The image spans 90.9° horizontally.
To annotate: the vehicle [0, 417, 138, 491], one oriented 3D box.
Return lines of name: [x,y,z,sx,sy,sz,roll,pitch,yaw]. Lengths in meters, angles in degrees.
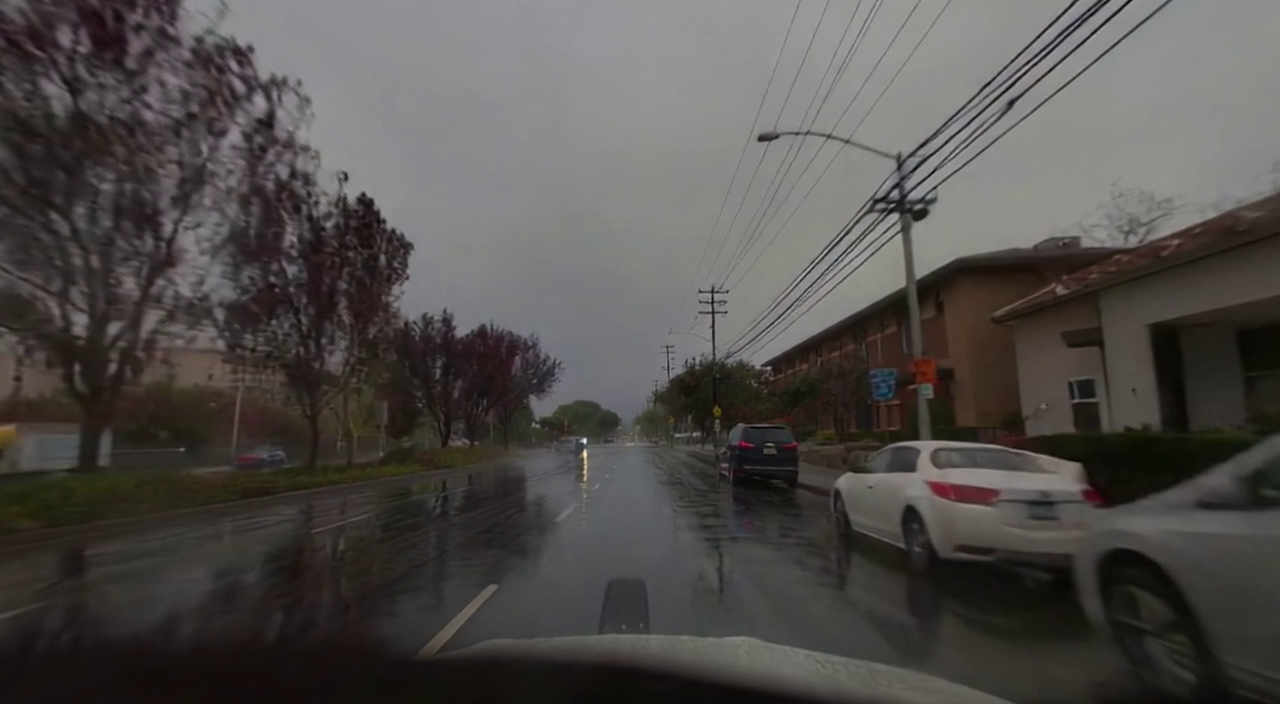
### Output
vehicle: [-25.749,4.452,27.825,2.223,2.895,5.824,0,-8,1]

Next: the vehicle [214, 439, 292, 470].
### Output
vehicle: [-25.456,6.737,41.701,2.052,1.862,4.816,0,-8,1]

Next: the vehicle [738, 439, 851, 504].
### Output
vehicle: [3.462,2.717,14.670,1.869,1.325,2.994,0,-8,1]

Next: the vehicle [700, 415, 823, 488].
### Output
vehicle: [3.479,3.038,19.505,2.546,1.897,5.717,0,-8,-1]

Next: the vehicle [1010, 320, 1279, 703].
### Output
vehicle: [3.482,0.688,1.679,2.188,1.810,4.883,-1,-8,3]
